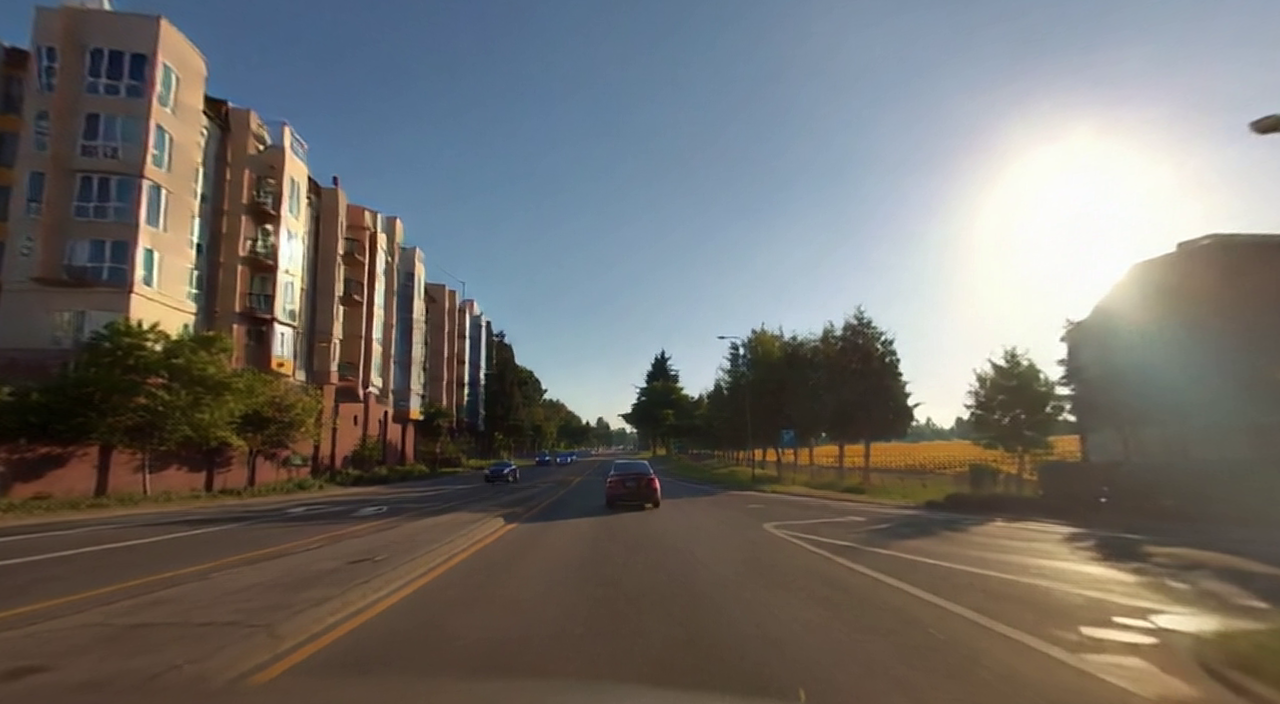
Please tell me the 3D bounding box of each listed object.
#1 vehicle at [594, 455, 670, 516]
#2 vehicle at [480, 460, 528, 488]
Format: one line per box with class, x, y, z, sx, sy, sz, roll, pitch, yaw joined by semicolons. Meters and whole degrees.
vehicle;-0.344;3.845;18.499;2.014;1.525;3.670;0;-9;-4
vehicle;-8.244;7.415;38.418;2.018;1.498;4.168;-1;-9;0
